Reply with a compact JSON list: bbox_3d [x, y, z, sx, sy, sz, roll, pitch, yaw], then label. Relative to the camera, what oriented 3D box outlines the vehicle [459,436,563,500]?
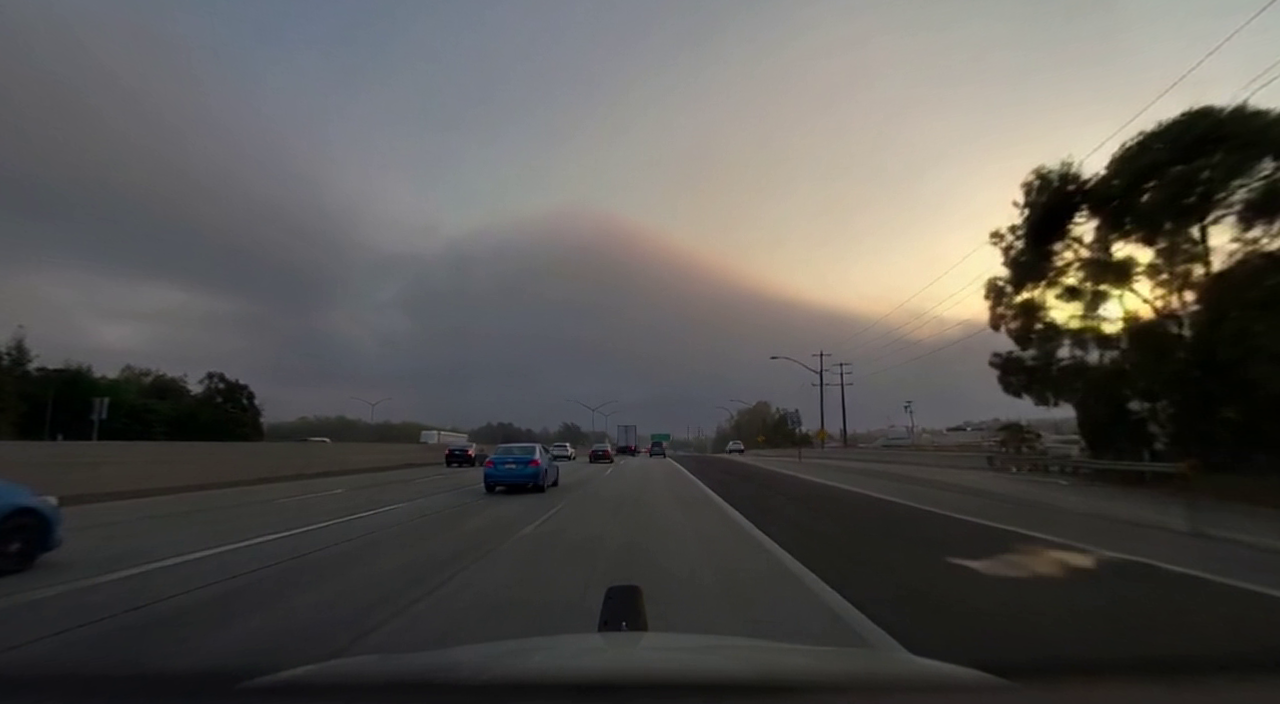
[{"bbox_3d":[-3.291,3.039,16.897,1.953,1.511,3.704,0,-8,1],"label":"vehicle"}]
